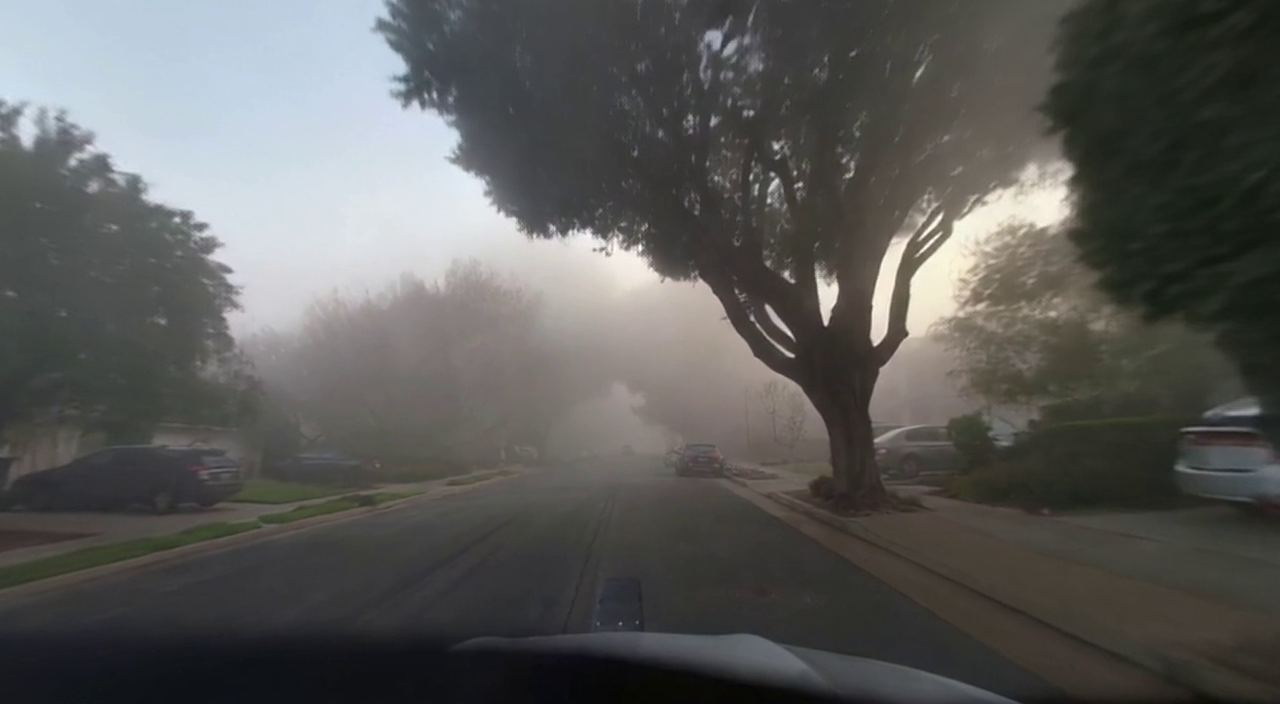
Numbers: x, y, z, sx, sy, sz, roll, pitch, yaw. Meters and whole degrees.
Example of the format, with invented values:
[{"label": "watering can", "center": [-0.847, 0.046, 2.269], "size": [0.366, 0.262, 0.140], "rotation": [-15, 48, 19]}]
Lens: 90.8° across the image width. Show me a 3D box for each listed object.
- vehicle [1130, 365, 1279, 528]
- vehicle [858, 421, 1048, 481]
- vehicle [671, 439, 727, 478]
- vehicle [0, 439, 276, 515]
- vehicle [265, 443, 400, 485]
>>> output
[{"label": "vehicle", "center": [8.837, 1.106, 7.400], "size": [4.599, 1.652, 1.903], "rotation": [0, -8, -2]}, {"label": "vehicle", "center": [8.802, 2.827, 18.093], "size": [4.331, 1.570, 2.009], "rotation": [0, -8, -1]}, {"label": "vehicle", "center": [2.364, 4.411, 26.491], "size": [2.022, 1.483, 4.565], "rotation": [0, -9, 1]}, {"label": "vehicle", "center": [-11.657, 2.882, 14.856], "size": [4.972, 1.623, 1.884], "rotation": [0, -9, 1]}, {"label": "vehicle", "center": [-11.570, 4.223, 24.031], "size": [4.118, 1.492, 1.902], "rotation": [1, -9, -3]}]
